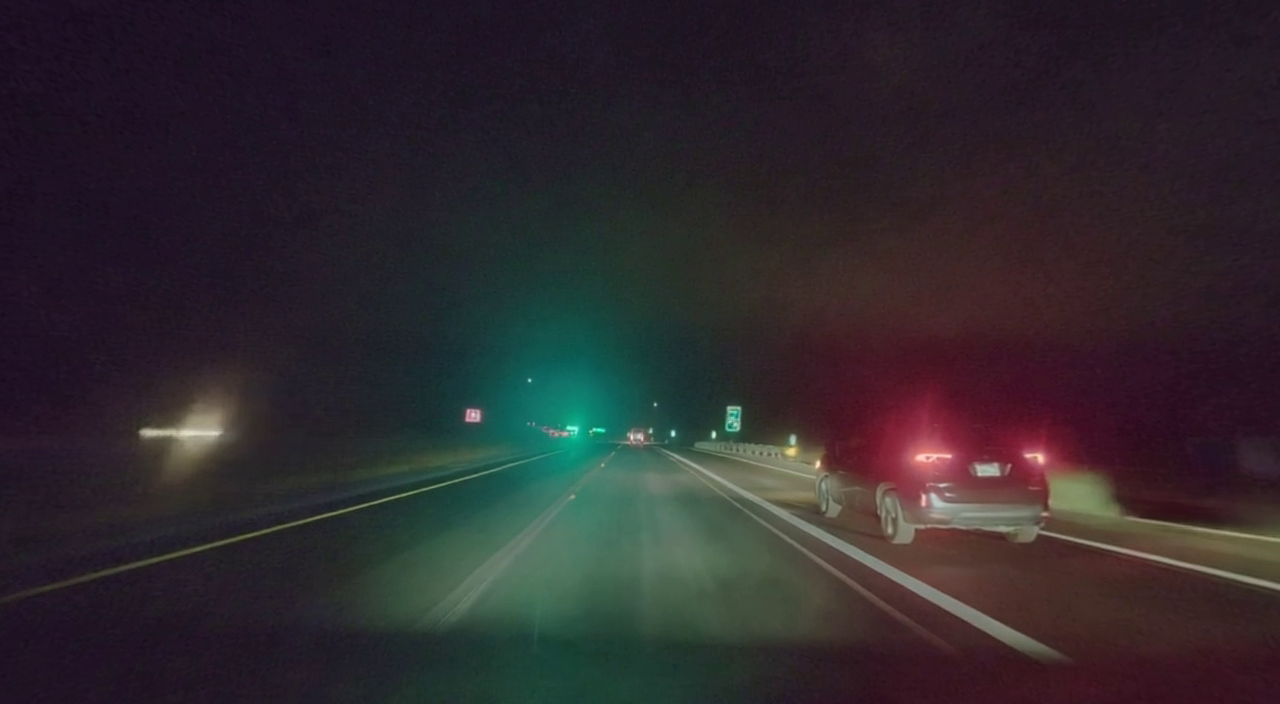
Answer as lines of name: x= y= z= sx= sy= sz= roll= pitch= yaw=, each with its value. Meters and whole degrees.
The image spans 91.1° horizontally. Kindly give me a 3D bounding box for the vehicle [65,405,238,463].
vehicle: x=-15.446 y=2.645 z=20.262 sx=1.969 sy=1.645 sz=4.421 roll=0 pitch=-8 yaw=0
